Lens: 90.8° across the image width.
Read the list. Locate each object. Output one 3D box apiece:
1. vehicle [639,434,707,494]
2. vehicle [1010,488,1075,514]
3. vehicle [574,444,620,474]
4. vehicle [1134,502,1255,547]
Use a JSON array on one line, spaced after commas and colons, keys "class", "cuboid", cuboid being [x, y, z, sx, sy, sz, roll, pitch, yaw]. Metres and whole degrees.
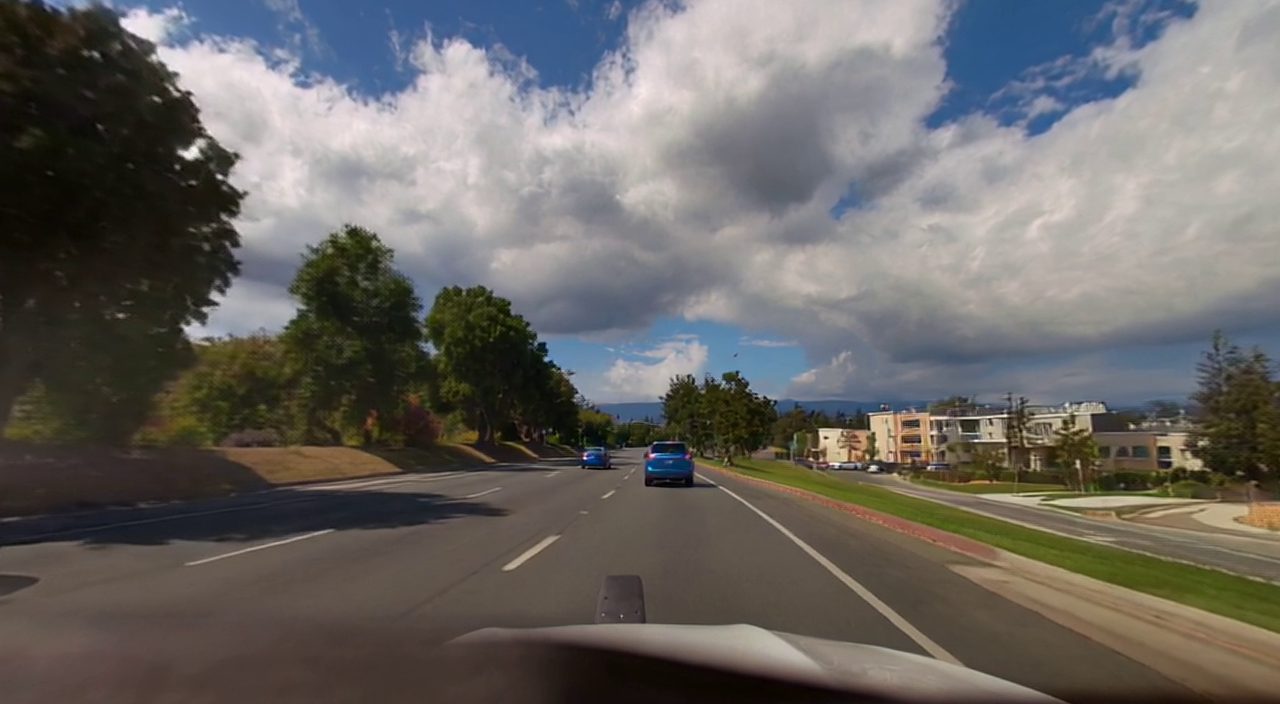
[{"class": "vehicle", "cuboid": [1.147, 3.826, 21.937, 2.125, 1.830, 4.370, 0, -8, 3]}, {"class": "vehicle", "cuboid": [30.775, 11.369, 48.430, 1.845, 1.533, 4.455, 0, -9, -3]}, {"class": "vehicle", "cuboid": [-2.411, 6.180, 36.656, 2.123, 1.592, 4.505, 0, -9, 3]}, {"class": "vehicle", "cuboid": [31.554, 9.808, 36.206, 2.067, 1.926, 5.010, 1, -9, -4]}]
